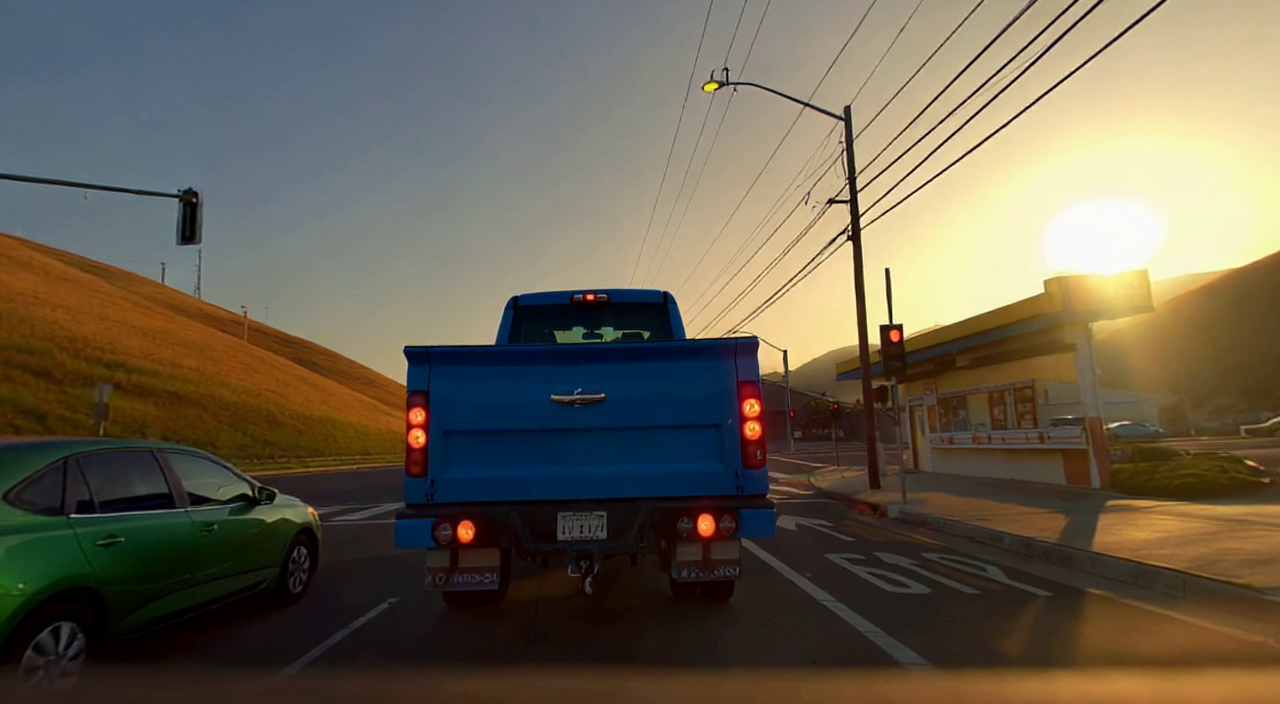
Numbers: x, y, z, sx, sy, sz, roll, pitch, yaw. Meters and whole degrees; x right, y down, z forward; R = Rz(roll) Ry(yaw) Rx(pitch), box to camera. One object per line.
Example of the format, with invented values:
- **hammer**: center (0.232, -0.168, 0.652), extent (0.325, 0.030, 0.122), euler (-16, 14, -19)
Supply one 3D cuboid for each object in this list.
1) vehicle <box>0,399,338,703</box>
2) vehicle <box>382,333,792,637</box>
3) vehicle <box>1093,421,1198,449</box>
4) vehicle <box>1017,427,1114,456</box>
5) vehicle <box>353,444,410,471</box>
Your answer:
- **vehicle**: center (-3.961, 1.190, 3.998), extent (2.017, 1.555, 4.150), euler (-1, -9, 0)
- **vehicle**: center (-0.424, 1.324, 7.226), extent (2.859, 2.144, 5.406), euler (0, -9, -1)
- **vehicle**: center (33.959, 5.620, 42.458), extent (2.012, 1.757, 5.021), euler (5, -10, -31)
- **vehicle**: center (25.563, 5.396, 37.946), extent (4.419, 1.496, 1.854), euler (-2, -9, 1)
- **vehicle**: center (-17.119, 7.015, 41.930), extent (2.133, 1.690, 4.331), euler (0, -9, -3)
